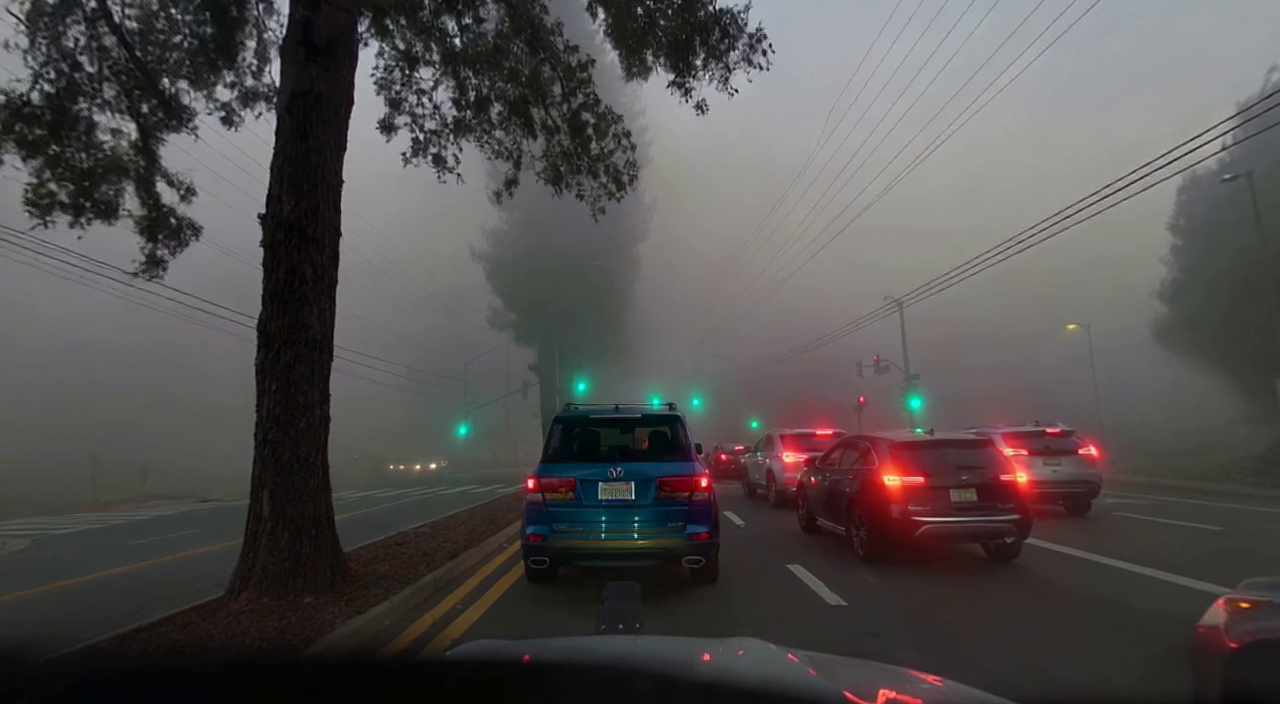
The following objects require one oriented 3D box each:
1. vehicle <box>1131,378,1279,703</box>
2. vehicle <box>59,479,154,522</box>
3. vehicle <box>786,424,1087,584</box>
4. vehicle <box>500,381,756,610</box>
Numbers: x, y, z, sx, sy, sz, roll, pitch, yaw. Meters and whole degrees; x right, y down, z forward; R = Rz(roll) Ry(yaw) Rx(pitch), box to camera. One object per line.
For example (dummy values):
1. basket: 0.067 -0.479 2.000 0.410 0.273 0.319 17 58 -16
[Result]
1. vehicle: 3.276 0.625 0.755 1.889 1.517 4.308 0 -9 0
2. vehicle: -26.338 7.335 31.158 4.526 1.715 1.989 -11 -13 29
3. vehicle: 3.494 1.851 8.589 1.880 1.579 4.401 0 -9 -1
4. vehicle: -0.144 1.570 7.757 2.231 1.998 4.254 0 -9 -1
